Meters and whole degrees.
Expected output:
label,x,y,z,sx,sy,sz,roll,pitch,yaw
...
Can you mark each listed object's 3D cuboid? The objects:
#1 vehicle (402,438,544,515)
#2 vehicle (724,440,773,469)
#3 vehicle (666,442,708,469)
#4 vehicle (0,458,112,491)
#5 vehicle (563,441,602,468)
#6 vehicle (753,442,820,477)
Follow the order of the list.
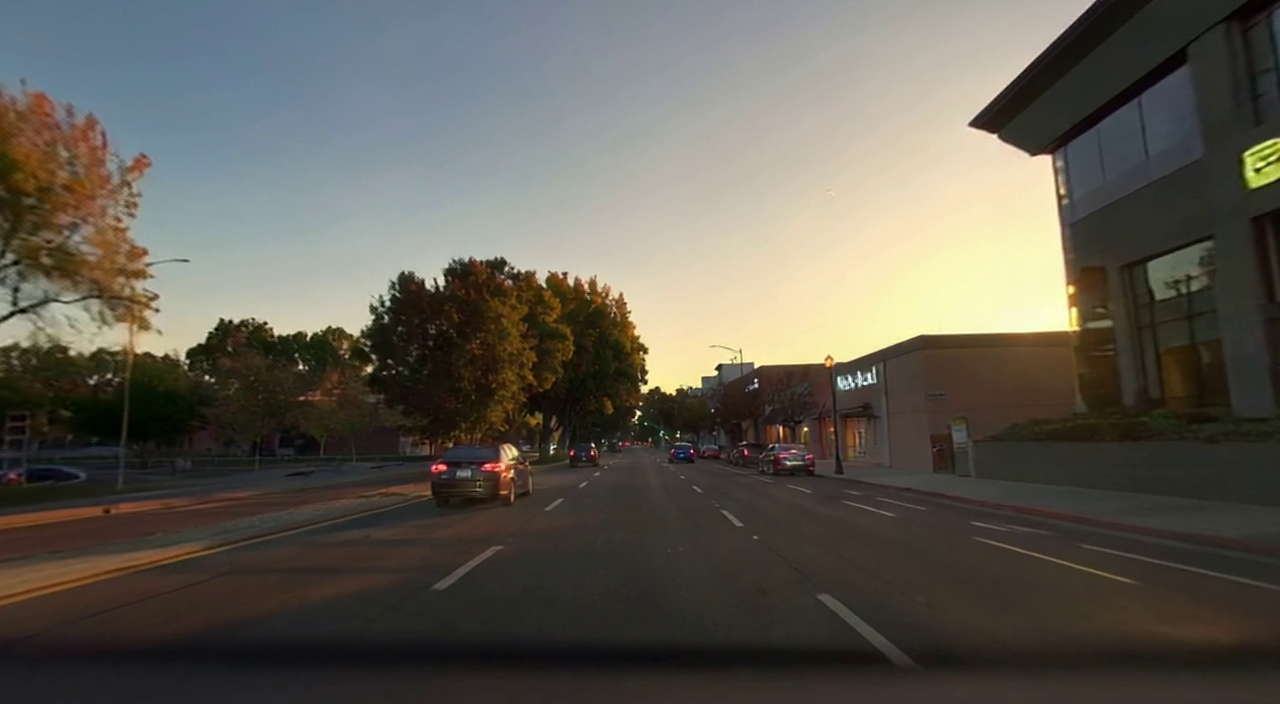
label,x,y,z,sx,sy,sz,roll,pitch,yaw
vehicle,-3.605,2.771,14.613,2.060,1.466,4.387,0,-9,0
vehicle,6.439,6.162,38.101,1.983,1.618,4.108,0,-9,-4
vehicle,2.665,5.968,36.585,1.961,1.482,4.538,0,-9,-2
vehicle,-29.360,6.051,31.329,4.604,1.498,1.899,0,-9,1
vehicle,-3.816,6.916,42.652,2.145,1.694,4.642,0,-8,1
vehicle,6.649,4.911,29.199,1.896,1.479,4.416,0,-9,-2
